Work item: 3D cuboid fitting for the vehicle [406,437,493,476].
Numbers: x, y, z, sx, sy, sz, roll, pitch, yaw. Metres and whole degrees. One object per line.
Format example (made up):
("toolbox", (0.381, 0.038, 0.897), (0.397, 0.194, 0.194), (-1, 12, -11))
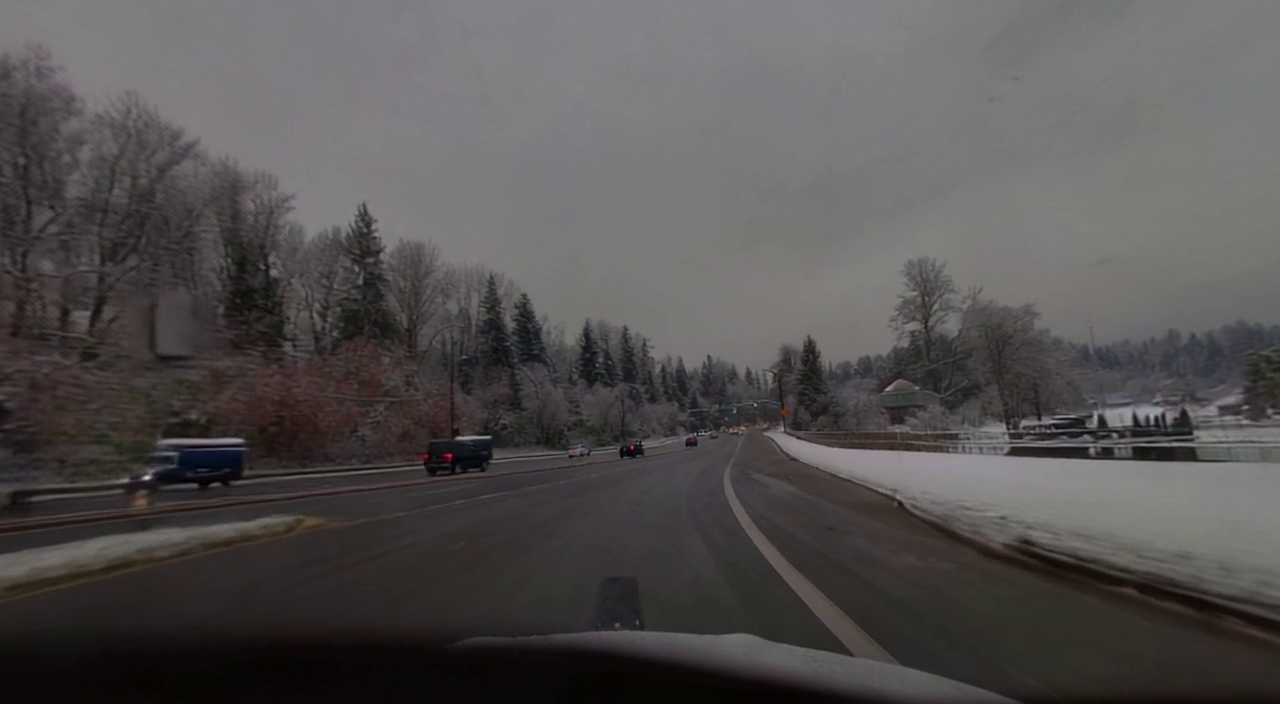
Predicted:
("vehicle", (-10.815, 5.978, 36.239), (2.368, 2.012, 5.021), (-2, -9, 15))

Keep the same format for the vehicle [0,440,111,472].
("vehicle", (-36.721, 6.575, 39.582), (2.002, 1.807, 4.962), (-4, -10, 14))

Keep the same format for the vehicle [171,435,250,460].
("vehicle", (-33.865, 7.552, 49.848), (1.995, 1.819, 4.955), (-2, -9, 15))

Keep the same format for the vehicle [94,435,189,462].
("vehicle", (-35.407, 6.876, 44.914), (1.938, 1.773, 4.945), (-2, -9, 15))
